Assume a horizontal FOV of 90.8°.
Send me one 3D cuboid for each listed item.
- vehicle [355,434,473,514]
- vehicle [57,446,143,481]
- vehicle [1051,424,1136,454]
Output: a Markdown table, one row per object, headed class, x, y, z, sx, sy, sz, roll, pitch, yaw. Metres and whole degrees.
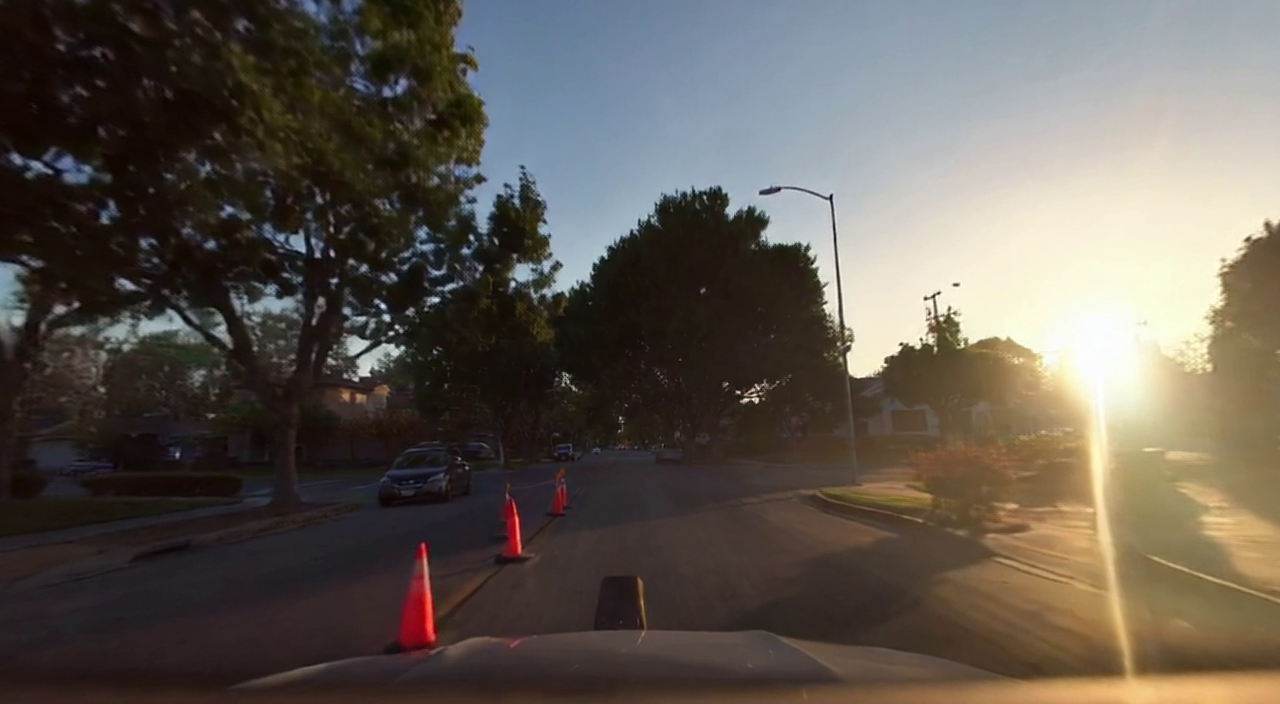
| class | x | y | z | sx | sy | sz | roll | pitch | yaw |
| --- | --- | --- | --- | --- | --- | --- | --- | --- | --- |
| vehicle | -6.076 | 3.247 | 17.580 | 2.087 | 1.835 | 4.445 | -1 | -7 | -6 |
| vehicle | -35.933 | 7.389 | 42.181 | 1.821 | 1.691 | 4.510 | -1 | -3 | 0 |
| vehicle | 29.966 | 5.714 | 41.936 | 1.923 | 1.805 | 4.876 | -2 | -6 | -1 |
